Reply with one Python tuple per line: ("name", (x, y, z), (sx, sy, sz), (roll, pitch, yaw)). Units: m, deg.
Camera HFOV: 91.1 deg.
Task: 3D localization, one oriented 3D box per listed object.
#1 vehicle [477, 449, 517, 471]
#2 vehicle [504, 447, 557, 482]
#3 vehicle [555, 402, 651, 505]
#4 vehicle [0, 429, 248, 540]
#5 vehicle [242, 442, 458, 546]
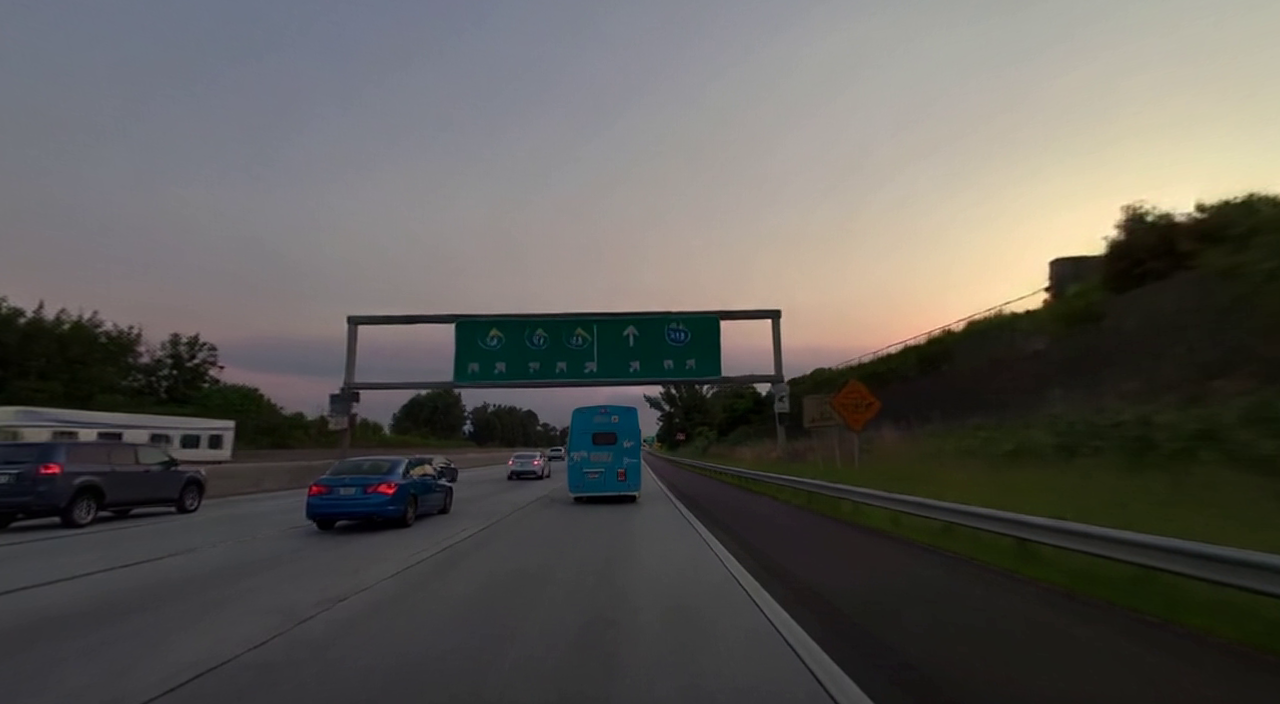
("vehicle", (-10.095, 7.643, 44.568), (1.886, 1.462, 4.084), (0, -9, -1))
("vehicle", (-5.038, 5.195, 29.256), (1.872, 1.480, 3.545), (0, -9, -1))
("vehicle", (-0.957, 2.965, 18.510), (2.394, 2.556, 5.232), (0, -9, -1))
("vehicle", (-9.567, 2.306, 11.499), (2.010, 1.621, 4.252), (0, -9, 0))
("vehicle", (-4.700, 2.322, 10.972), (1.876, 1.438, 4.072), (0, -9, -1))
